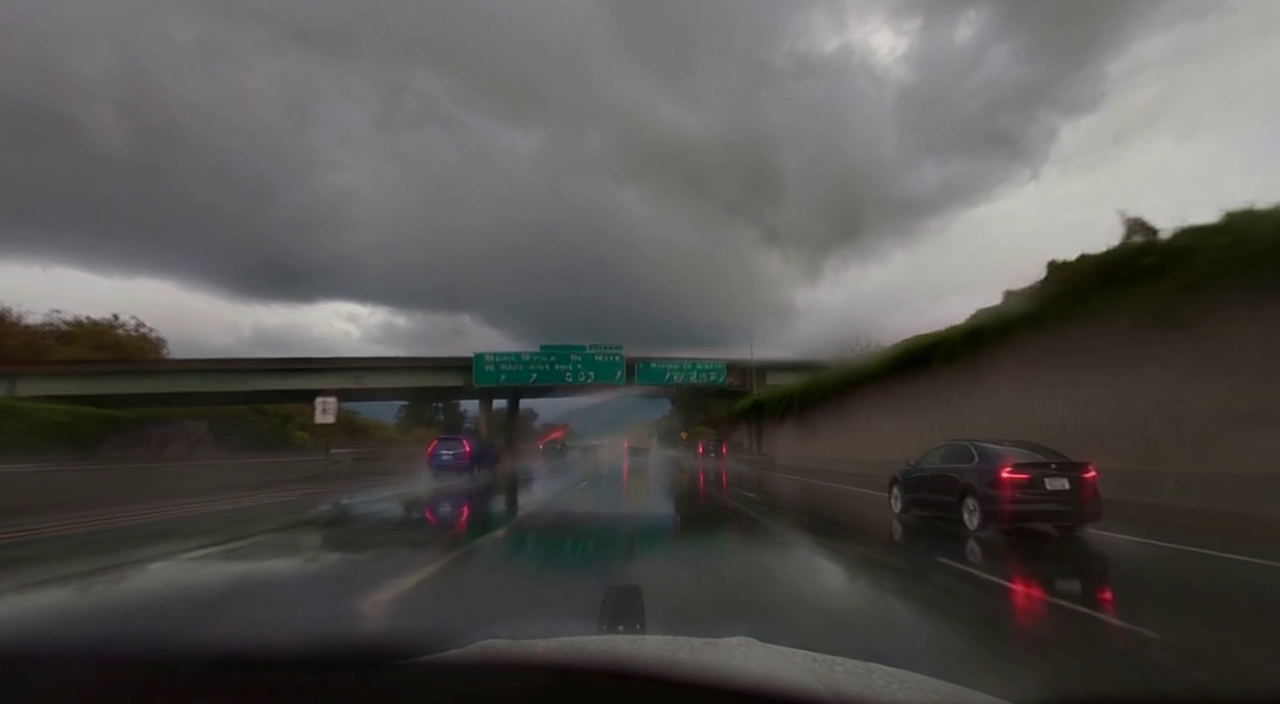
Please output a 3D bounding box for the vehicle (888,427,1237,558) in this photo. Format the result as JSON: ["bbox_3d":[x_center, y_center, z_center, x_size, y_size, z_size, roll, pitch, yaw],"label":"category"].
[{"bbox_3d":[5.885,2.002,9.729,2.075,1.510,4.569,0,-9,-2],"label":"vehicle"}]

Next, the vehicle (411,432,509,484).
[{"bbox_3d":[-6.590,3.960,23.776,2.179,1.753,4.999,0,-9,0],"label":"vehicle"}]

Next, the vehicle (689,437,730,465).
[{"bbox_3d":[4.940,7.120,45.228,2.220,1.898,4.752,0,-9,-2],"label":"vehicle"}]
